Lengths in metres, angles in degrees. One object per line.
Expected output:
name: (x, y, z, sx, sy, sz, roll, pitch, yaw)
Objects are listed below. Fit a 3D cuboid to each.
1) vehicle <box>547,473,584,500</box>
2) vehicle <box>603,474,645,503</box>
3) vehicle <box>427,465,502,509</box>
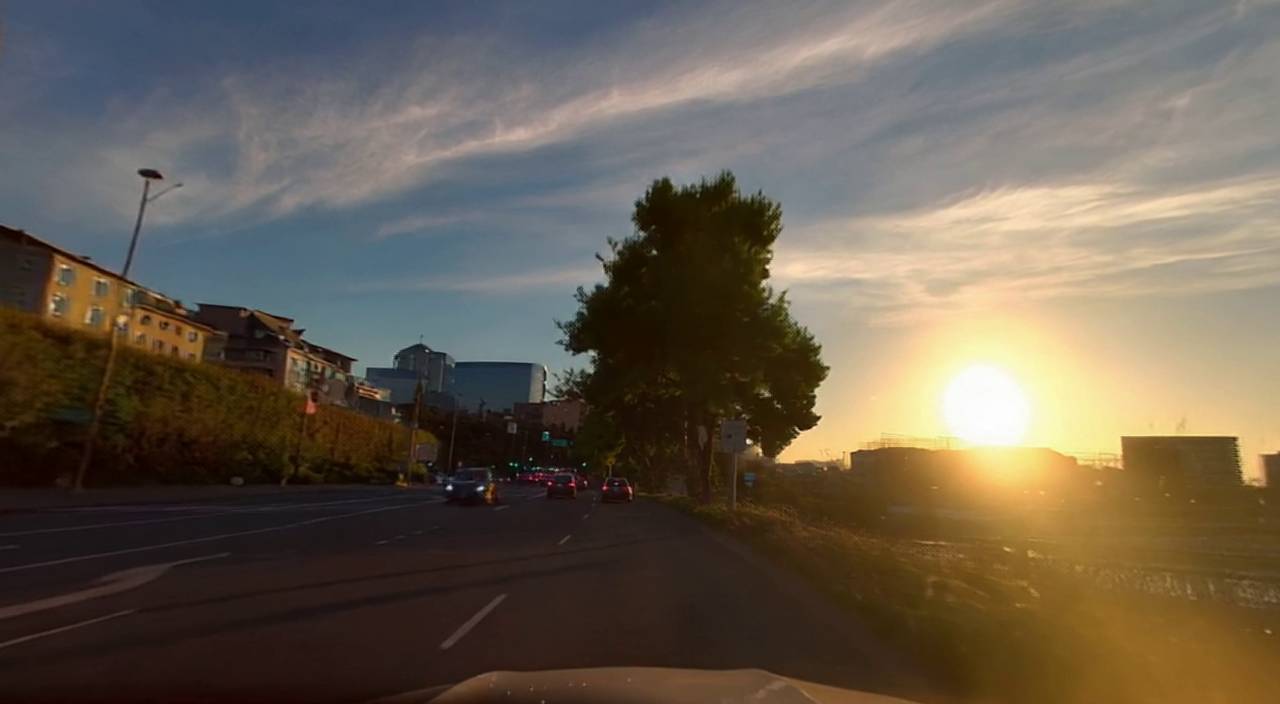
vehicle: (-4.521, 8.196, 38.655, 2.030, 1.441, 4.806, 2, -10, -4)
vehicle: (-0.987, 7.725, 35.910, 2.129, 1.471, 4.258, 2, -10, -4)
vehicle: (-7.066, 5.474, 25.824, 2.016, 1.573, 4.259, 2, -10, -3)
